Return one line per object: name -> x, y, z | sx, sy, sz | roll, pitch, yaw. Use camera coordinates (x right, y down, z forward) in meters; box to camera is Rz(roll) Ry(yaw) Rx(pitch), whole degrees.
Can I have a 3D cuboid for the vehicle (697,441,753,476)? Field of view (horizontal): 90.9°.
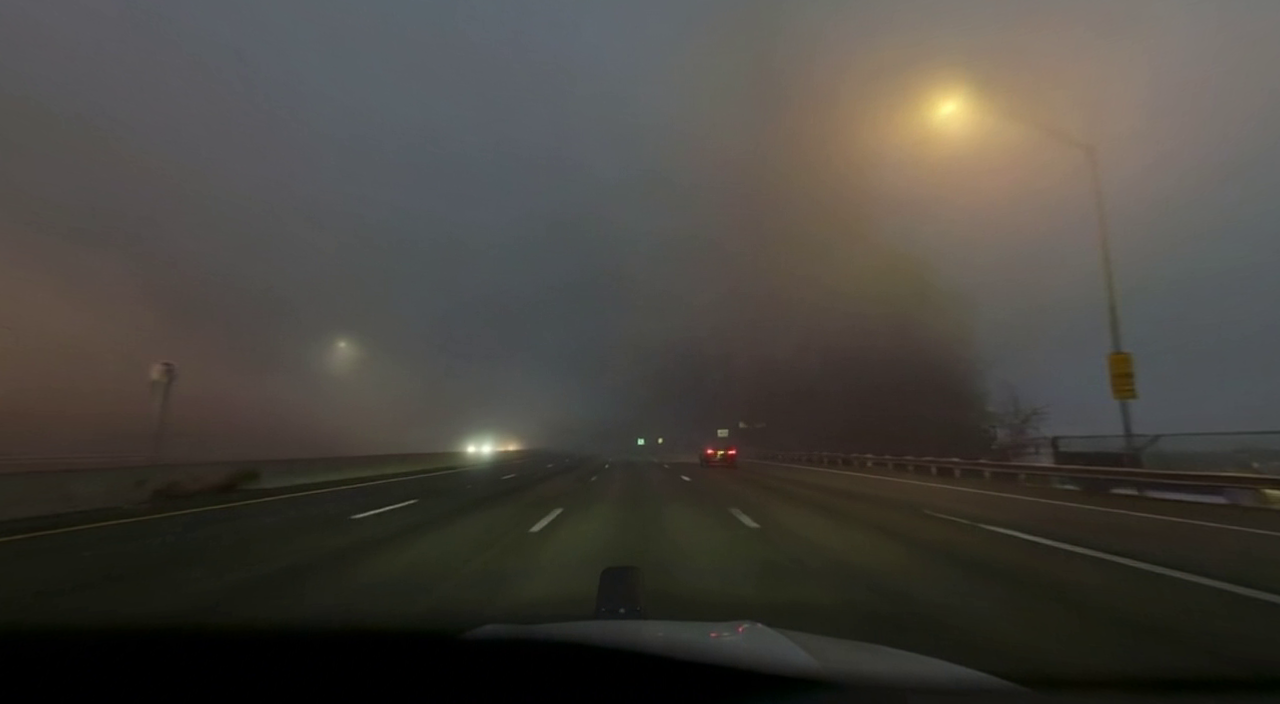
vehicle -> 3.814, 4.835, 28.902 | 1.926, 1.477, 4.025 | 0, -8, -1
